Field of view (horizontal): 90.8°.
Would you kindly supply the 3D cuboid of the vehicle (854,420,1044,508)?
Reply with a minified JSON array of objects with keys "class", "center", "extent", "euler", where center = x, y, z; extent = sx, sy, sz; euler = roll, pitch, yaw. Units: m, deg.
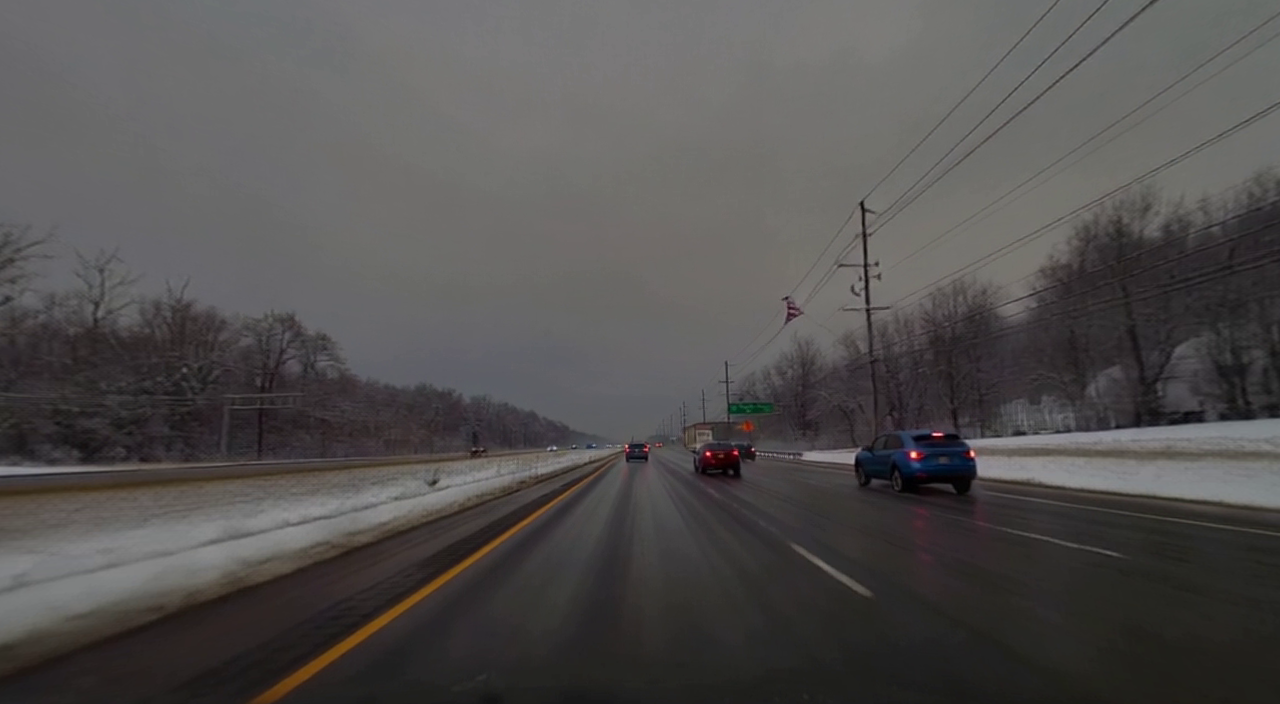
[{"class":"vehicle","center":[7.211,2.662,15.493],"extent":[2.114,1.800,4.779],"euler":[0,-8,-1]}]

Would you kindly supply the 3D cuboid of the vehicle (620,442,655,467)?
[{"class":"vehicle","center":[-0.203,6.393,39.700],"extent":[2.085,1.449,3.860],"euler":[0,-8,-1]}]

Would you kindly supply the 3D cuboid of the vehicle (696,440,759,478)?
[{"class":"vehicle","center":[3.615,4.499,26.861],"extent":[1.978,1.488,4.252],"euler":[0,-8,-2]}]
